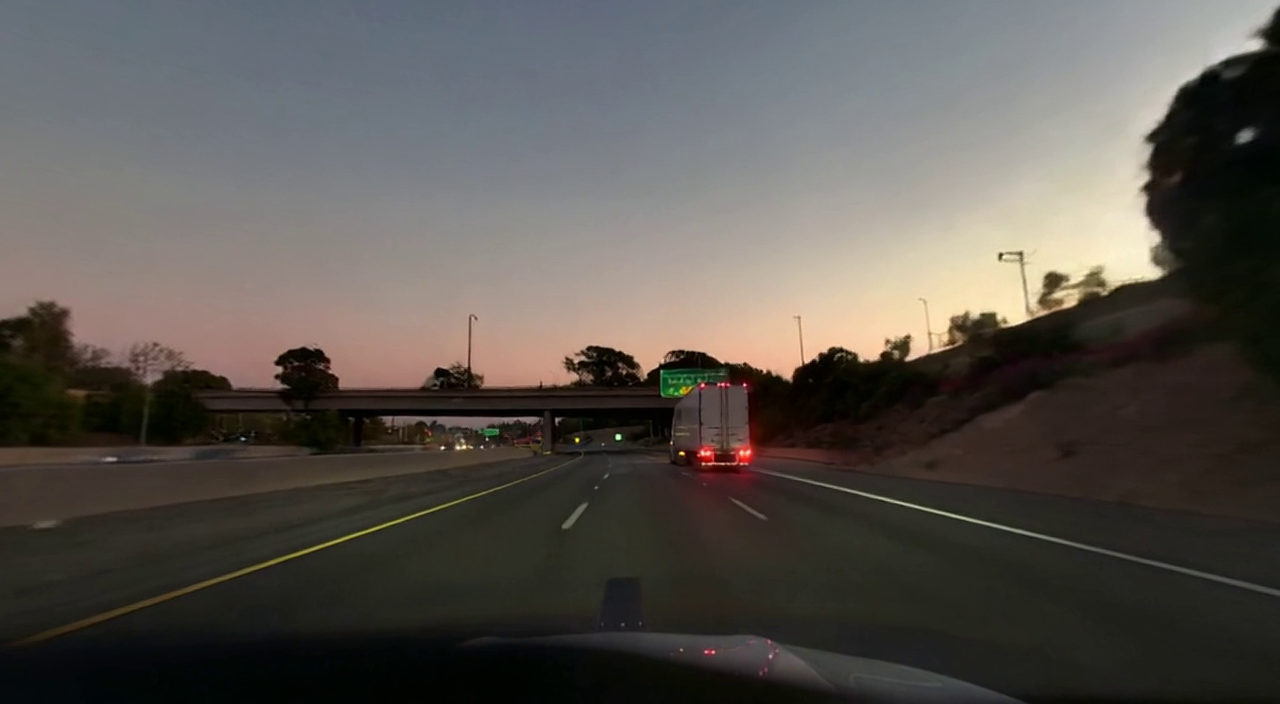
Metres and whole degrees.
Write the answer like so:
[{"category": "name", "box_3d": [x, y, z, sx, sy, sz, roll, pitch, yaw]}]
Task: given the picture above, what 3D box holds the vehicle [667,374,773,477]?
[{"category": "vehicle", "box_3d": [3.668, 4.298, 34.995, 2.932, 4.205, 18.253, 0, -8, -2]}]
